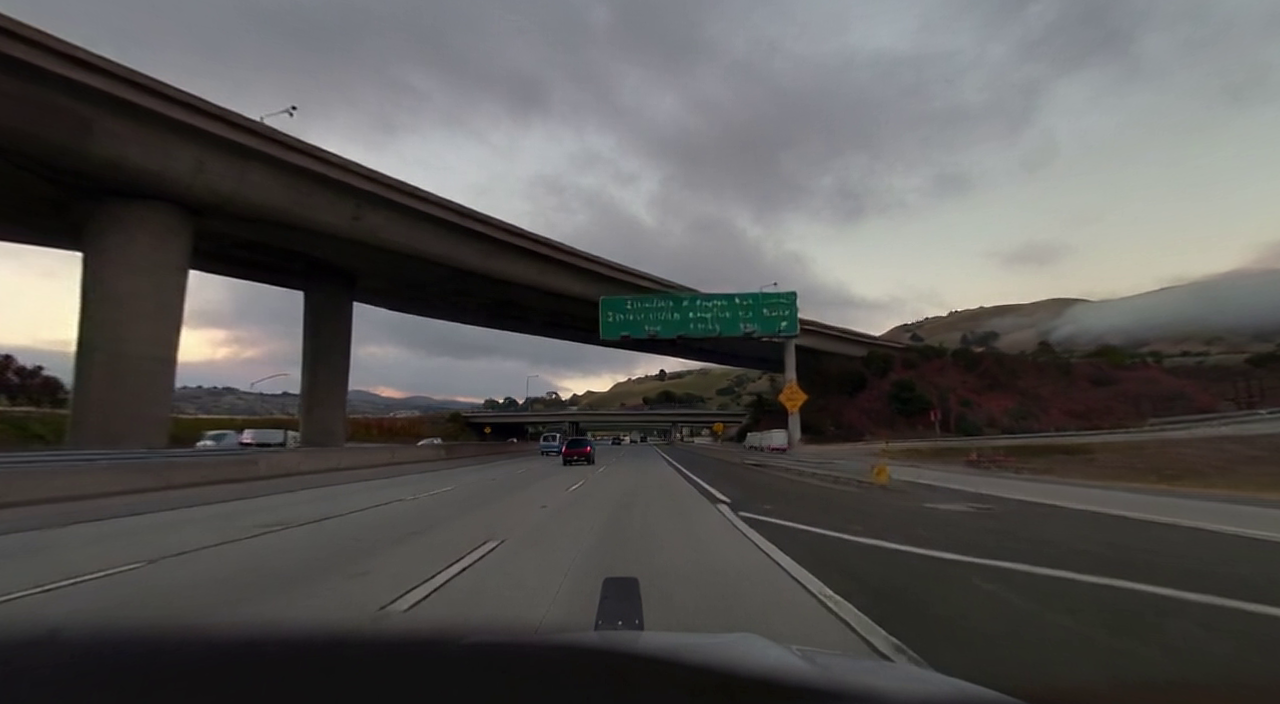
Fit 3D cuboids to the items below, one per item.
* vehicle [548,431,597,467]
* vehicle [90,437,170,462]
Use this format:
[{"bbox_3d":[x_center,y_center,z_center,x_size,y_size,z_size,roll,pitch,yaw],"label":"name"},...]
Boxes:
[{"bbox_3d":[-3.696,5.465,35.579,2.144,1.847,4.850,-1,-8,1],"label":"vehicle"},{"bbox_3d":[-34.144,6.525,42.302,1.753,1.537,4.193,-1,-8,2],"label":"vehicle"}]
